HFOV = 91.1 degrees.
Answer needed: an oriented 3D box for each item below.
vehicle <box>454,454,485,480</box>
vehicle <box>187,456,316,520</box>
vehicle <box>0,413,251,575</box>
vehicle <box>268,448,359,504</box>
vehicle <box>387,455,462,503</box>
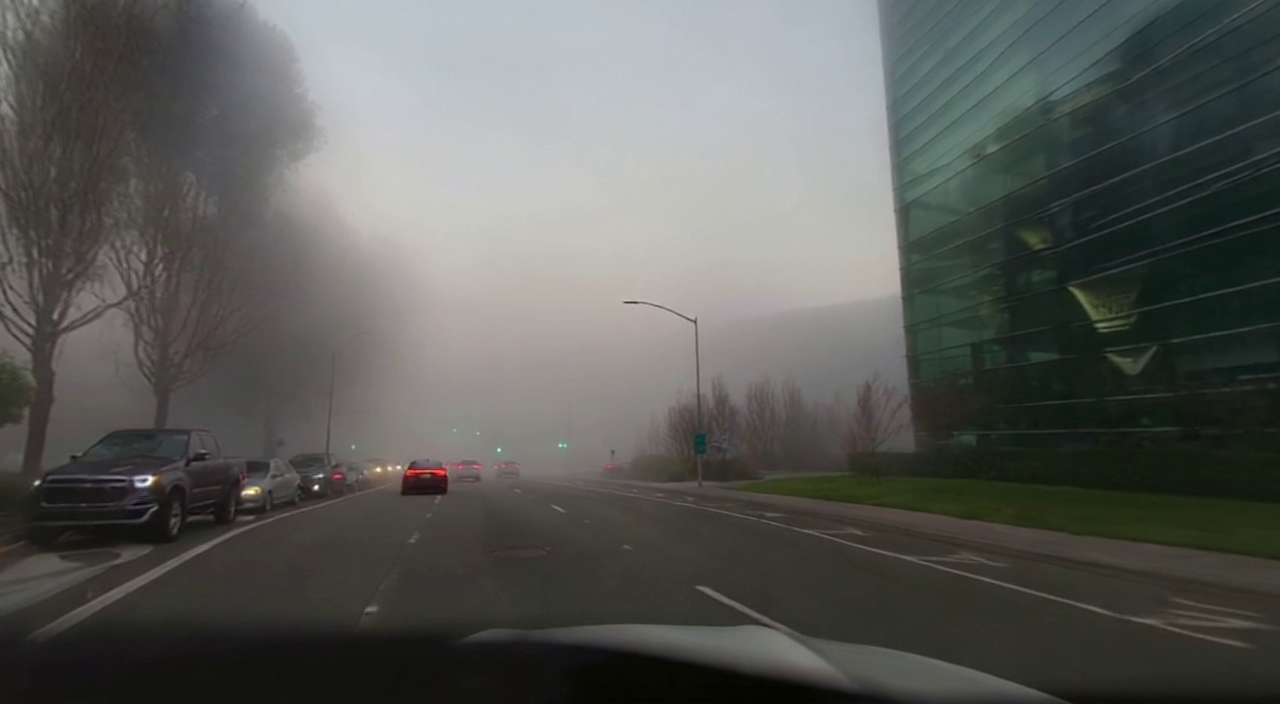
[{"bbox_3d":[-12.841,8.586,47.104,2.102,1.815,4.716,3,-9,-16],"label":"vehicle"},{"bbox_3d":[-10.915,3.775,18.094,1.868,1.514,4.870,3,-9,-16],"label":"vehicle"},{"bbox_3d":[-8.393,2.215,10.614,2.142,2.061,4.750,4,-10,-21],"label":"vehicle"},{"bbox_3d":[-12.434,4.680,24.253,2.142,1.834,4.588,1,-9,-15],"label":"vehicle"},{"bbox_3d":[-8.191,4.651,23.568,2.205,1.537,4.895,4,-10,-23],"label":"vehicle"}]
